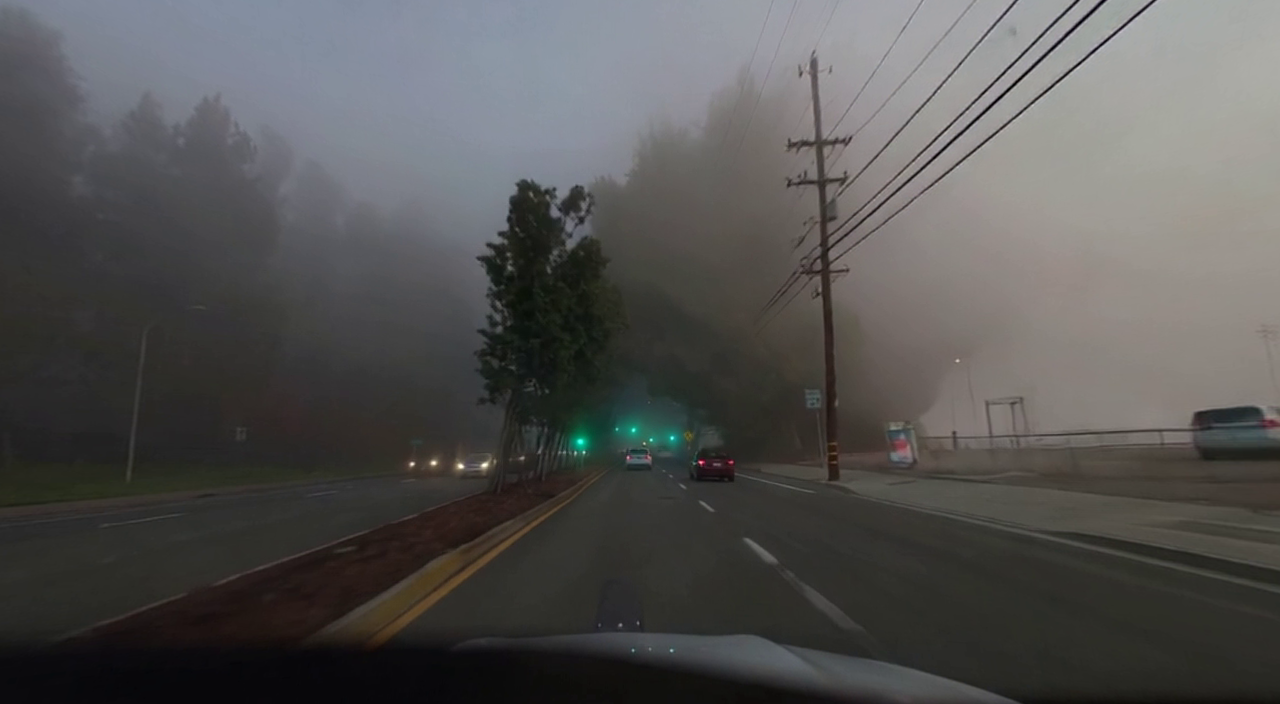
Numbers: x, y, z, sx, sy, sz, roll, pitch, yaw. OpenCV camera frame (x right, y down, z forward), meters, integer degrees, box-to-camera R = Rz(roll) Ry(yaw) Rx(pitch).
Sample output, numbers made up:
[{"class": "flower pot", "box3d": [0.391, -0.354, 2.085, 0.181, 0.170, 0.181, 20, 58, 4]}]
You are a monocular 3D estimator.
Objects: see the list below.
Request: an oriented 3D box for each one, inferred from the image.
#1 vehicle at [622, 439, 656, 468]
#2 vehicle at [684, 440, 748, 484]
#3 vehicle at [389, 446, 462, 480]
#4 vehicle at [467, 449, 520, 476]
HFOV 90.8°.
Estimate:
[{"class": "vehicle", "box3d": [-0.105, 6.859, 42.970, 2.163, 1.825, 4.073, -1, -8, -1]}, {"class": "vehicle", "box3d": [3.022, 4.457, 25.957, 1.990, 1.592, 4.294, -1, -8, -1]}, {"class": "vehicle", "box3d": [-12.922, 6.670, 38.521, 2.415, 1.828, 5.778, -1, -8, 0]}, {"class": "vehicle", "box3d": [-8.724, 6.599, 38.045, 2.180, 1.484, 4.612, -1, -8, -1]}]
